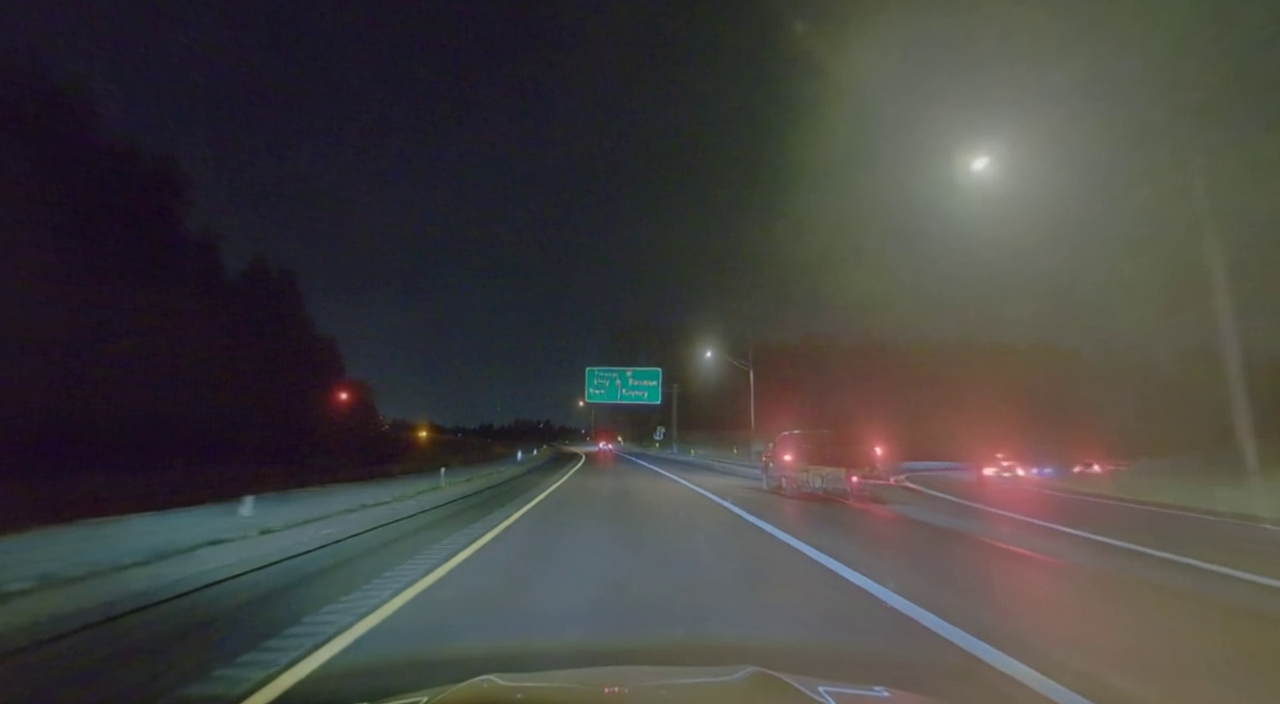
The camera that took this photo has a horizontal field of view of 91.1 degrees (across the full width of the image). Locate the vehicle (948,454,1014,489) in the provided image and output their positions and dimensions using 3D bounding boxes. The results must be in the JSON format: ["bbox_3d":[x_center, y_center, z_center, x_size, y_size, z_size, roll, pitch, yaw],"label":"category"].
[{"bbox_3d":[15.930,5.566,29.557,2.129,1.444,3.649,-4,-9,19],"label":"vehicle"}]
